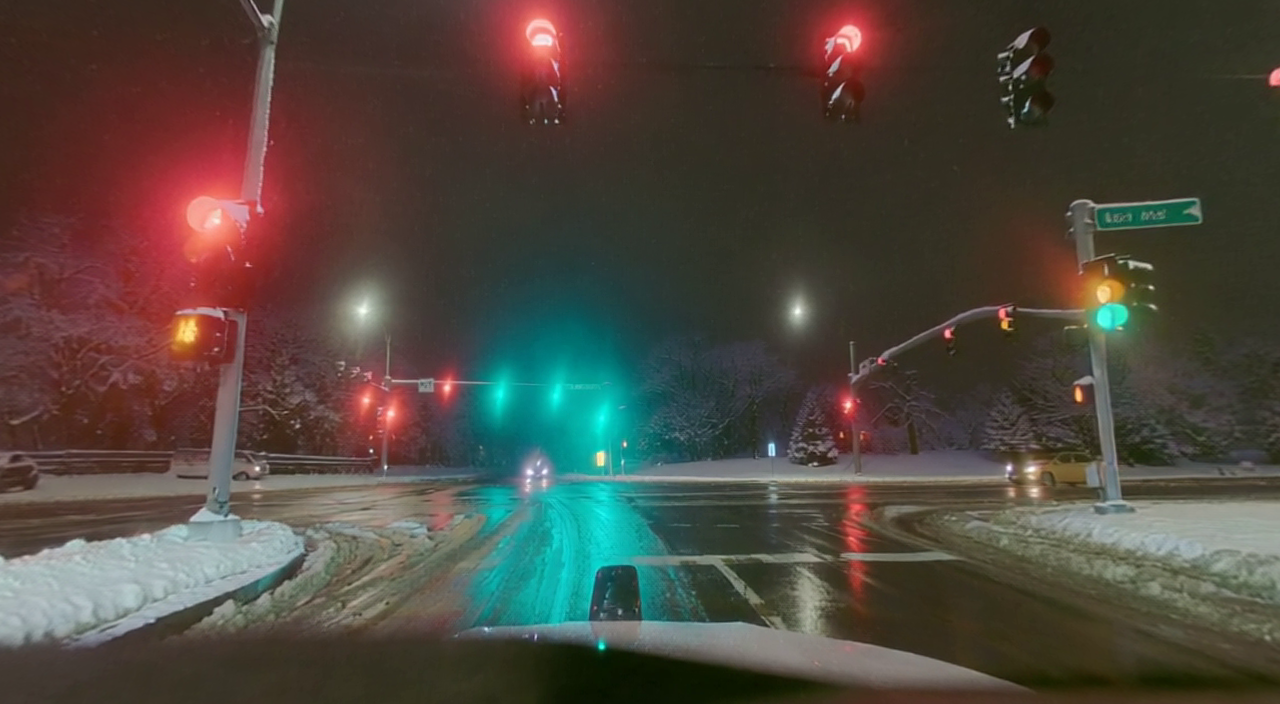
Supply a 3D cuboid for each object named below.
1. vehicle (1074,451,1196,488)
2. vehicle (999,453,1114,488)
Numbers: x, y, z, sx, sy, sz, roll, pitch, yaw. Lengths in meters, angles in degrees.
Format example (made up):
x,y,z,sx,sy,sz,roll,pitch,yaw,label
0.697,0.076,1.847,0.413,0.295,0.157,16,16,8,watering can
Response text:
x,y,z,sx,sy,sz,roll,pitch,yaw,label
22.742,5.451,29.057,3.998,1.590,1.936,1,-12,-6,vehicle
21.392,6.115,32.469,4.455,1.647,2.124,1,-12,-7,vehicle
